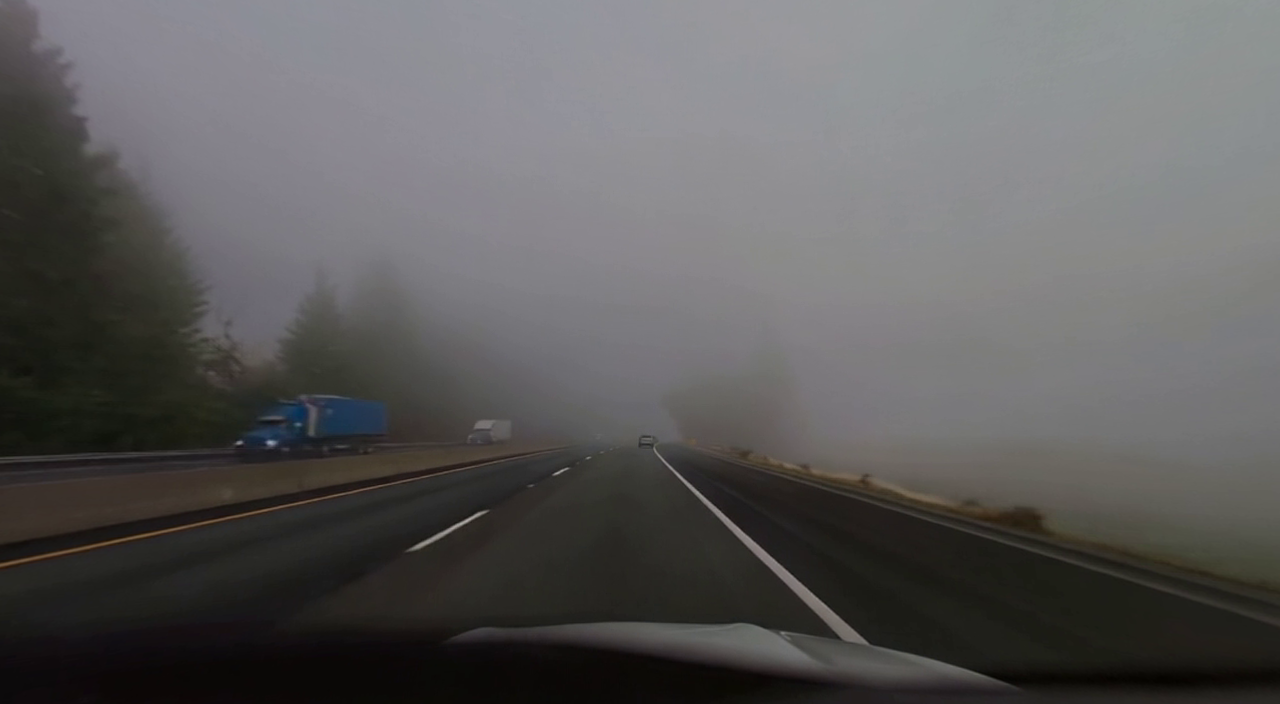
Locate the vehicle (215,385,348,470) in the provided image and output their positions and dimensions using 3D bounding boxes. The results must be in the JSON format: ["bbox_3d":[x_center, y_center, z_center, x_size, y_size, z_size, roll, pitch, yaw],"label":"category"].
[{"bbox_3d":[-17.394,3.759,31.151,2.927,3.744,6.014,0,-8,0],"label":"vehicle"}]
